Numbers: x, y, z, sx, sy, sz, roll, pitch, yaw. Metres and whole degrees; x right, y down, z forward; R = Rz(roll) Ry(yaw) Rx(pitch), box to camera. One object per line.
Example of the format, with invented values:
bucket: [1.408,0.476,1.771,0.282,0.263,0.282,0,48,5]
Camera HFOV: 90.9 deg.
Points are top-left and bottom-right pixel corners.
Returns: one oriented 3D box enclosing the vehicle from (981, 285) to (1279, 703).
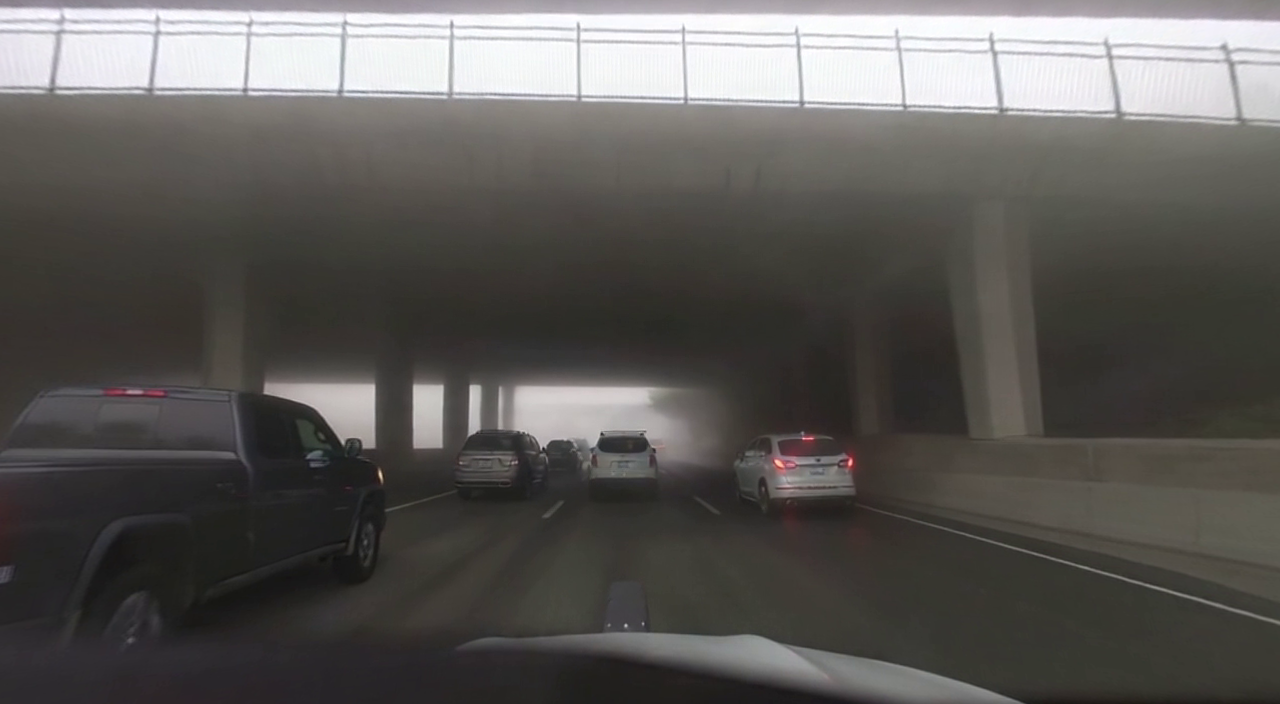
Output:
vehicle: [3.721,0.686,2.173,2.401,1.968,4.841,0,-8,1]

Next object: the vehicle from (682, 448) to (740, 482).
vehicle: [3.239,5.209,29.442,2.026,1.457,3.969,1,-9,-3]

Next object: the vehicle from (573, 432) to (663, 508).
vehicle: [-0.560,3.047,16.713,2.097,1.748,3.794,0,-8,-2]

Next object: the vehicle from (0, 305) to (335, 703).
vehicle: [-3.489,0.779,2.695,2.074,1.814,4.596,0,-8,-1]

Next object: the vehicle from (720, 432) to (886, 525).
vehicle: [3.396,2.767,14.518,2.234,1.720,5.378,0,-8,-2]

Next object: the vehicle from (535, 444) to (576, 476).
vehicle: [-4.443,5.738,33.719,1.829,1.614,3.611,0,-8,-2]

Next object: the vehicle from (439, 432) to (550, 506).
vehicle: [-3.737,3.084,17.026,2.127,1.720,4.064,0,-8,-2]
